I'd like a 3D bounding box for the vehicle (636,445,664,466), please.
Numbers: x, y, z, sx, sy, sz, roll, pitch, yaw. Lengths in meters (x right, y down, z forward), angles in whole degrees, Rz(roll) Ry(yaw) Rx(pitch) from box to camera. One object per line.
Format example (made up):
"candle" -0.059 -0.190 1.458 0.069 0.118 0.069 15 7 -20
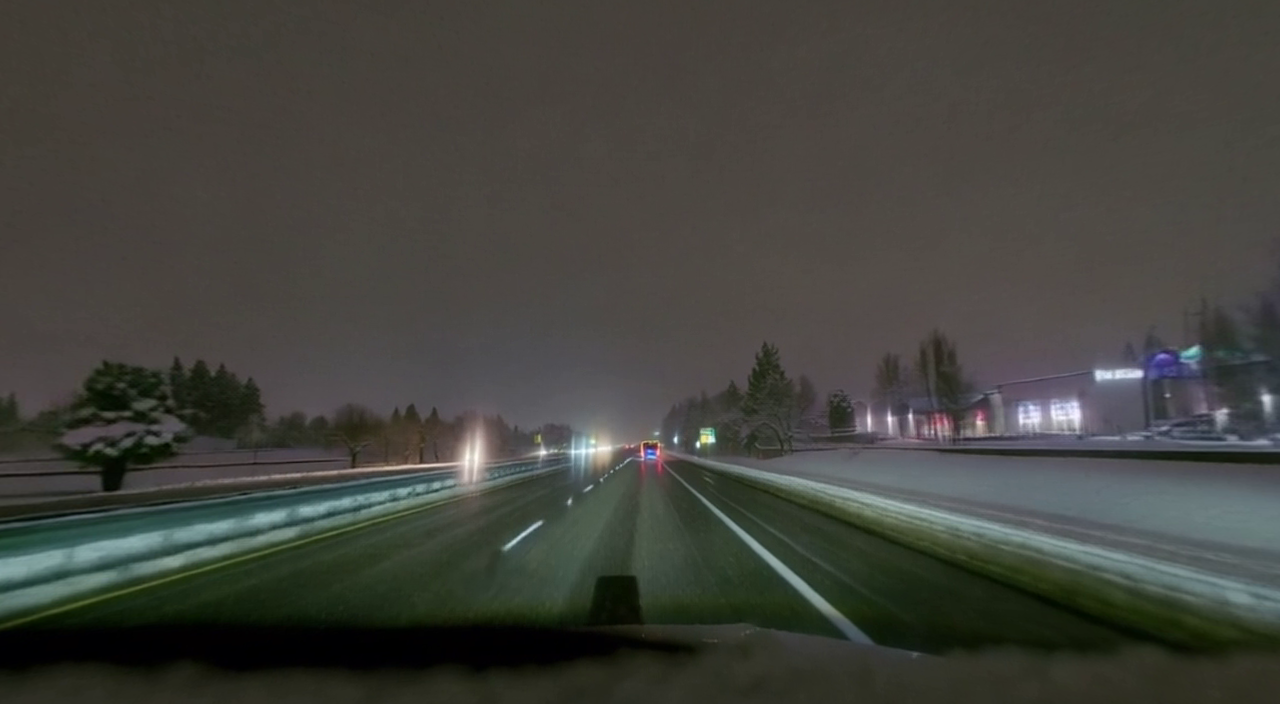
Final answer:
"vehicle" 0.739 7.874 47.981 2.014 1.507 3.960 0 -9 1
